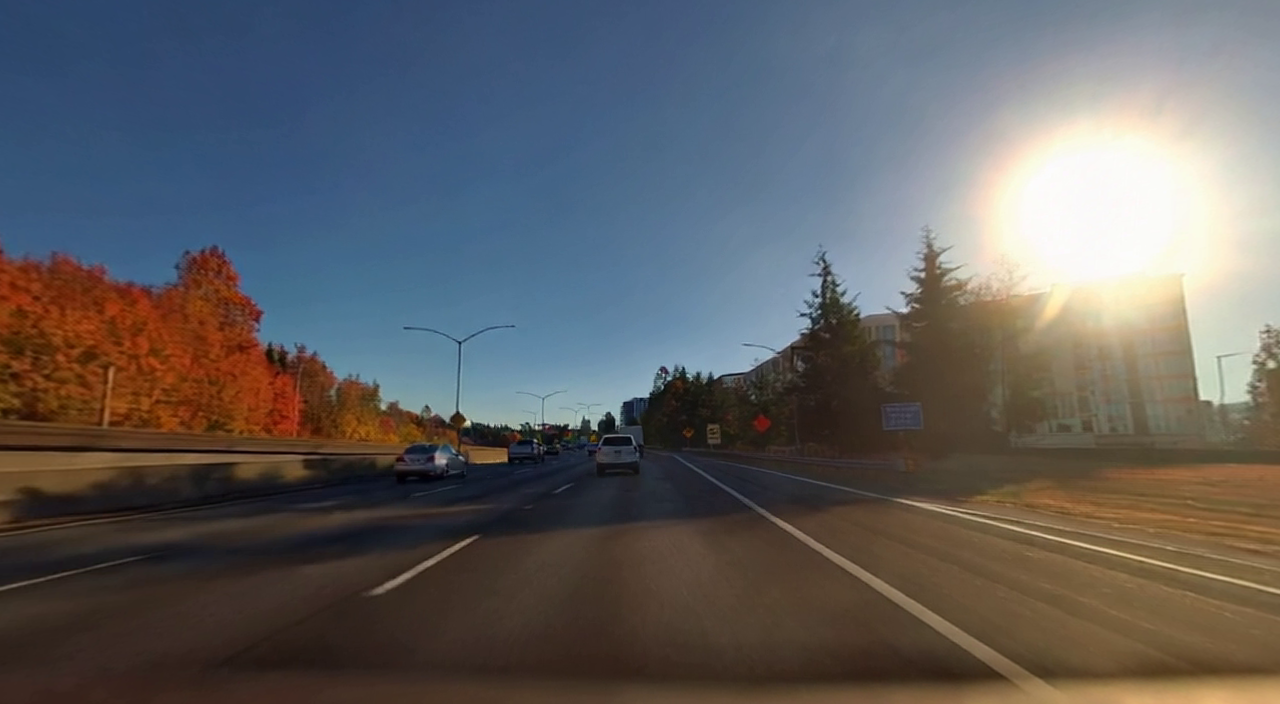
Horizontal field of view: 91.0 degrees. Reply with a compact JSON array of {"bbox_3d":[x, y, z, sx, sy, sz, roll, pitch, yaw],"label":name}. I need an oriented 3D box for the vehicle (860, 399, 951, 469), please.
[{"bbox_3d":[14.367,4.515,34.434,2.879,3.559,4.020,0,-9,-3],"label":"vehicle"}]

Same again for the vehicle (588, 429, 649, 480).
[{"bbox_3d":[-0.802,4.170,25.834,2.245,1.863,4.801,0,-8,0],"label":"vehicle"}]

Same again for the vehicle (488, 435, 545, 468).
[{"bbox_3d":[-7.620,6.204,39.491,2.328,1.927,5.880,0,-8,0],"label":"vehicle"}]

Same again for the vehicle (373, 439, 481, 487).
[{"bbox_3d":[-7.300,3.830,22.131,2.074,1.495,4.643,0,-8,1],"label":"vehicle"}]
